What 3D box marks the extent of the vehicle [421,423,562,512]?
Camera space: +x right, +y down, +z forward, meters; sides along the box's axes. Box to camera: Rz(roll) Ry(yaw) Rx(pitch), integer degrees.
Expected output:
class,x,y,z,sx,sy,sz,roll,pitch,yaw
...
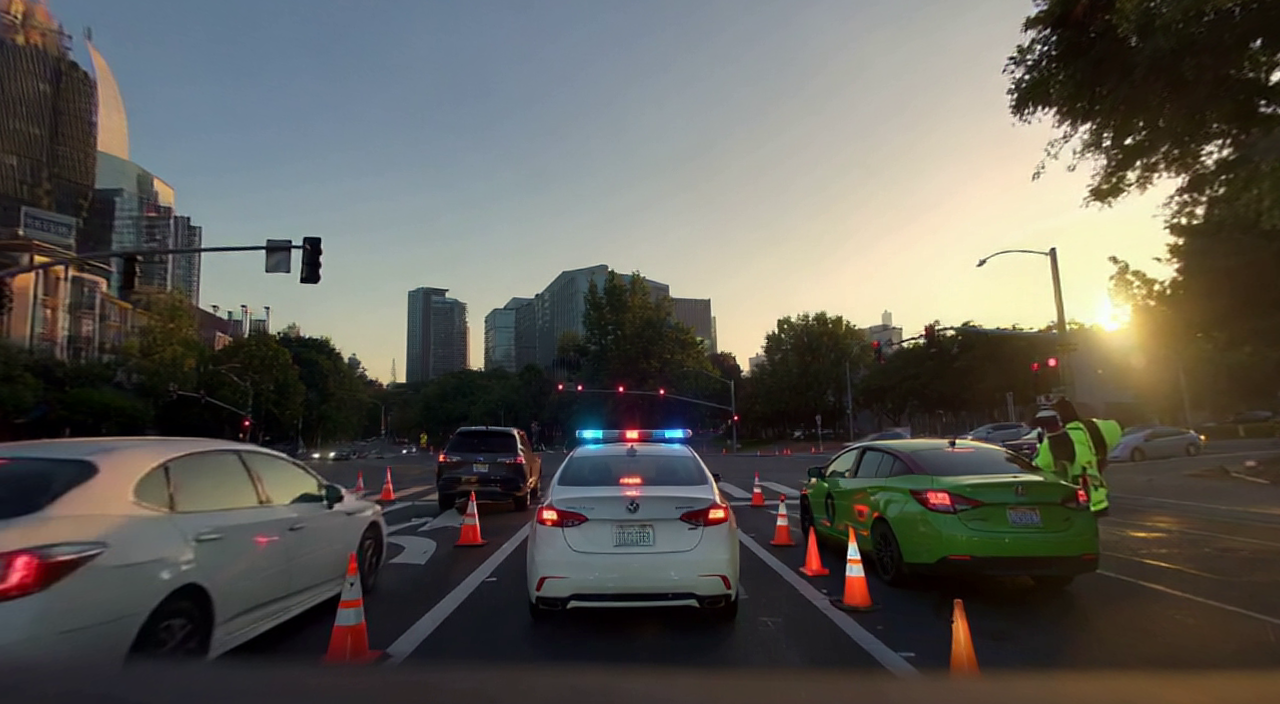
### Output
class,x,y,z,sx,sy,sz,roll,pitch,yaw
vehicle,-3.318,2.707,15.210,2.096,1.789,4.719,0,-9,2

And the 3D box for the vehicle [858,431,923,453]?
class,x,y,z,sx,sy,sz,roll,pitch,yaw
vehicle,19.711,7.116,49.629,4.211,1.659,1.983,0,-9,-2

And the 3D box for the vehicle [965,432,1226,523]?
class,x,y,z,sx,sy,sz,roll,pitch,yaw
vehicle,9.341,2.582,13.581,1.957,1.576,4.670,0,-9,-3

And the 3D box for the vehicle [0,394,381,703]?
class,x,y,z,sx,sy,sz,roll,pitch,yaw
vehicle,-3.642,1.226,4.497,1.863,1.526,4.006,0,-9,0

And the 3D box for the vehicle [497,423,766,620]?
class,x,y,z,sx,sy,sz,roll,pitch,yaw
vehicle,-0.122,1.625,7.067,2.061,1.486,4.332,0,-8,-2
